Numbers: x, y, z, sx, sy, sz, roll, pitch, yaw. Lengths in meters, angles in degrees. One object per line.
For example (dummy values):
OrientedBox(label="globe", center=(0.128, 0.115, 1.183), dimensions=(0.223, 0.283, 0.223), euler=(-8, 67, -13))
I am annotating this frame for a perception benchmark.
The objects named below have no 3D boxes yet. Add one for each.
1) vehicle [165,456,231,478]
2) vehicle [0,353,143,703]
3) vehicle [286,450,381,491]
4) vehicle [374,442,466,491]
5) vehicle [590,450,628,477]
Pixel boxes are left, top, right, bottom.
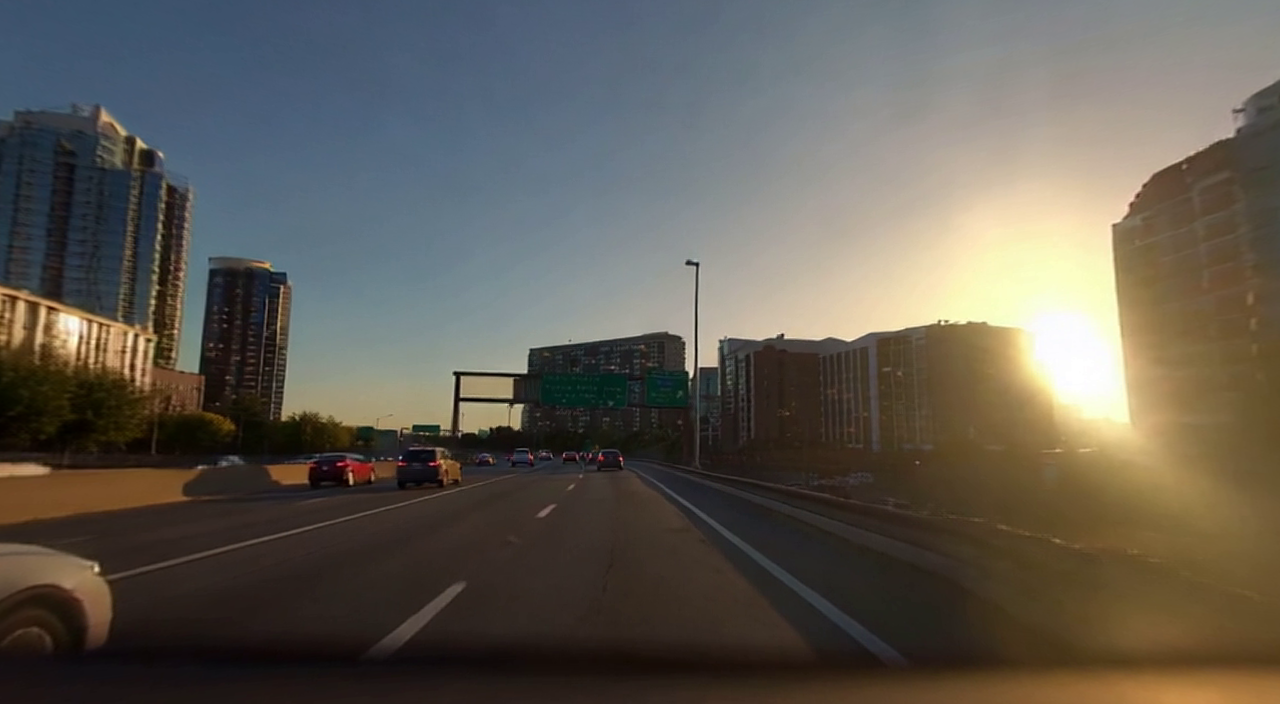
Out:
OrientedBox(label="vehicle", center=(-33.415, 8.725, 47.776), dimensions=(1.962, 1.510, 4.431), euler=(0, -9, -3))
OrientedBox(label="vehicle", center=(-3.574, 0.616, 0.851), dimensions=(2.036, 1.717, 4.592), euler=(0, -9, 0))
OrientedBox(label="vehicle", center=(-12.254, 4.735, 25.486), dimensions=(1.936, 1.501, 3.900), euler=(0, -9, -2))
OrientedBox(label="vehicle", center=(-8.363, 4.389, 24.412), dimensions=(2.065, 1.689, 4.399), euler=(0, -9, -2))
OrientedBox(label="vehicle", center=(-1.835, 6.587, 37.446), dimensions=(2.110, 1.501, 4.319), euler=(0, -9, -3))
